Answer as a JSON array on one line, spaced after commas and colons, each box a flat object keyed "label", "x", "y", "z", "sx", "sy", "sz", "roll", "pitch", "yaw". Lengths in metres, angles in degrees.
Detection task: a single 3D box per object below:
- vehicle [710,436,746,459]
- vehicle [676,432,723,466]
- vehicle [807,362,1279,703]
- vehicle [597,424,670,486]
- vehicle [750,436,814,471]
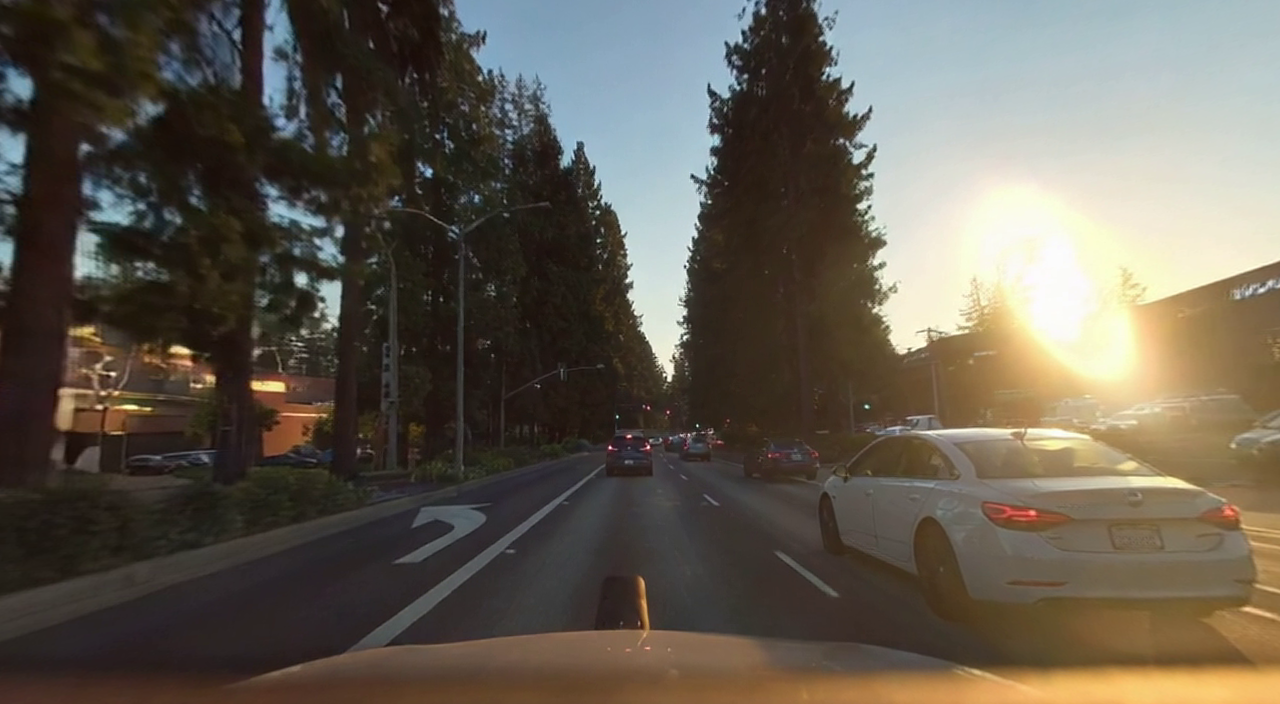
[{"label": "vehicle", "x": 6.709, "y": 7.342, "z": 48.554, "sx": 2.037, "sy": 1.628, "sz": 3.770, "roll": 0, "pitch": -9, "yaw": -2}, {"label": "vehicle", "x": 3.140, "y": 5.282, "z": 34.412, "sx": 2.000, "sy": 1.745, "sz": 4.206, "roll": 0, "pitch": -9, "yaw": -2}, {"label": "vehicle", "x": 3.095, "y": 1.200, "z": 5.126, "sx": 2.153, "sy": 1.658, "sz": 4.485, "roll": 0, "pitch": -9, "yaw": -1}, {"label": "vehicle", "x": -0.238, "y": 3.319, "z": 20.538, "sx": 2.106, "sy": 1.798, "sz": 4.168, "roll": 0, "pitch": -9, "yaw": -1}, {"label": "vehicle", "x": 6.426, "y": 4.637, "z": 29.028, "sx": 1.883, "sy": 1.452, "sz": 4.258, "roll": 0, "pitch": -9, "yaw": -1}]
